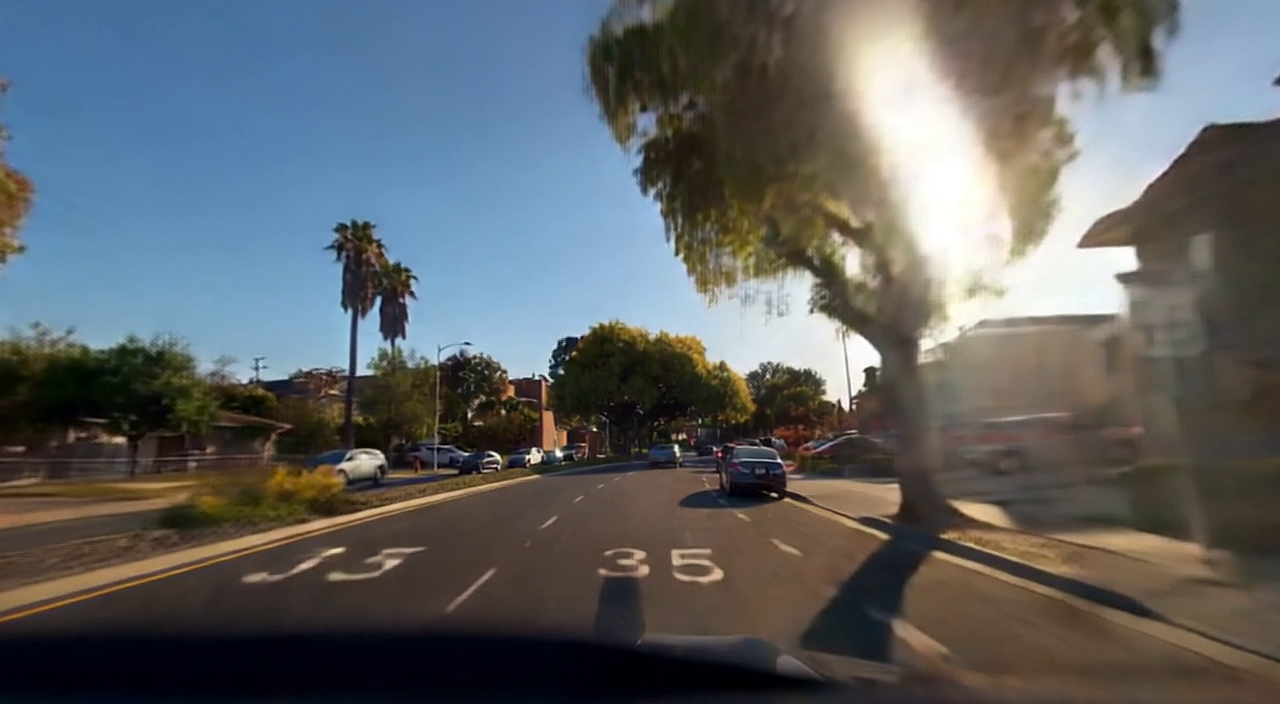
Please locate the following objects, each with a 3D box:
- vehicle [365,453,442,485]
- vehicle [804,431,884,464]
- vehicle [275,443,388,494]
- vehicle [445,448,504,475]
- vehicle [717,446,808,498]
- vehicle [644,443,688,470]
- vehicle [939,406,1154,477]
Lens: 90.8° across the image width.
[{"bbox_3d":[-12.540,6.190,33.793,1.866,1.501,4.681,-1,-9,7],"label":"vehicle"},{"bbox_3d":[12.832,6.081,40.001,4.557,1.795,1.986,-5,-10,16],"label":"vehicle"},{"bbox_3d":[-13.194,5.008,27.475,2.131,1.902,4.924,-3,-9,5],"label":"vehicle"},{"bbox_3d":[-11.231,7.461,43.240,1.967,1.736,4.730,-2,-9,11],"label":"vehicle"},{"bbox_3d":[3.662,3.661,19.766,2.037,1.425,4.621,0,-9,1],"label":"vehicle"},{"bbox_3d":[1.640,6.281,38.143,2.035,1.474,4.284,-2,-9,11],"label":"vehicle"},{"bbox_3d":[13.087,2.979,20.861,5.550,2.066,2.288,-5,-10,29],"label":"vehicle"}]
